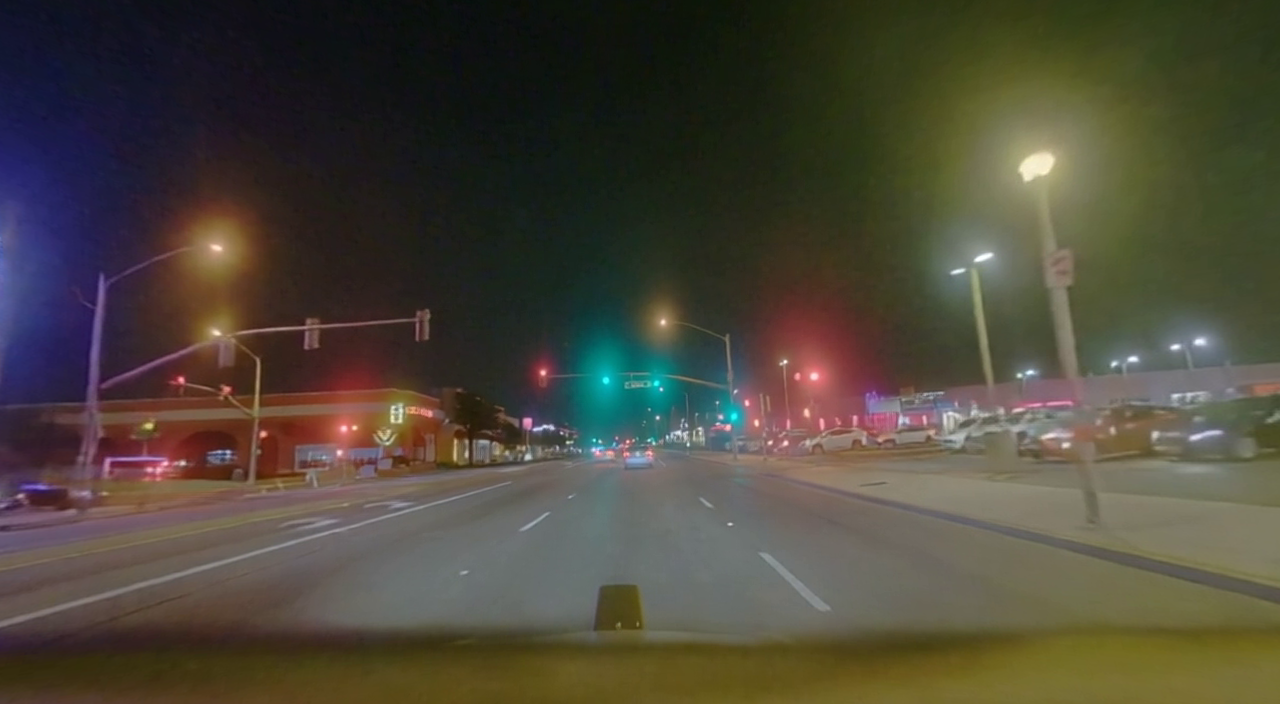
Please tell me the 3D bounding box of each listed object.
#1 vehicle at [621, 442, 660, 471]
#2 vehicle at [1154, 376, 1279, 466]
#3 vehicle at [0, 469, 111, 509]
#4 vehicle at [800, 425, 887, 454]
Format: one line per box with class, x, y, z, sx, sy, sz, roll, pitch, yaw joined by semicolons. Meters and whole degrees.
vehicle;0.022;5.666;34.474;1.977;1.451;4.032;0;-9;0
vehicle;12.922;1.346;12.007;4.466;1.553;2.060;0;-9;-1
vehicle;-26.033;5.886;27.259;2.007;1.466;4.543;-8;-11;40
vehicle;13.196;5.699;41.229;4.852;1.805;2.155;0;-9;-2
